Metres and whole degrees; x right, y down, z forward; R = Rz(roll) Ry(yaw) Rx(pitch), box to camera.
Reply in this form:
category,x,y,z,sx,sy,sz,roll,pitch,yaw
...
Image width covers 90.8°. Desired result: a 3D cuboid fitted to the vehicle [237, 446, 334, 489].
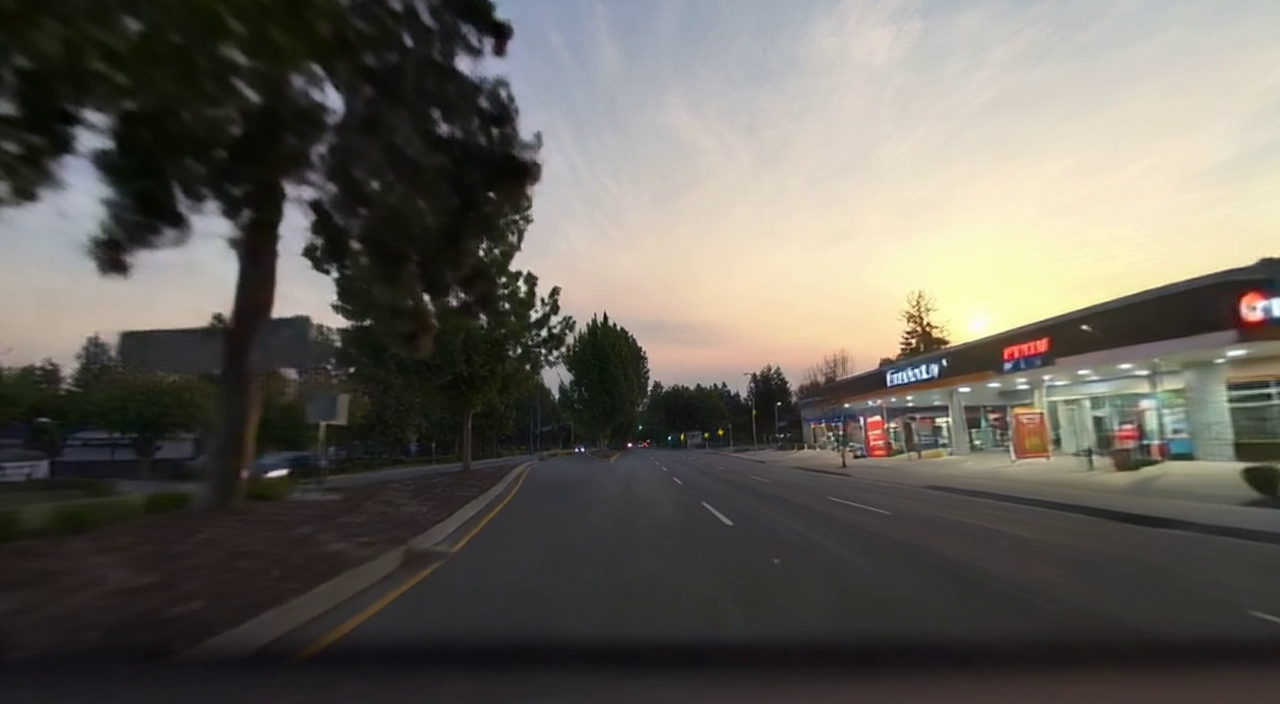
category,x,y,z,sx,sy,sz,roll,pitch,yaw
vehicle,-12.890,4.197,23.226,1.608,1.402,3.620,-1,-9,-3
